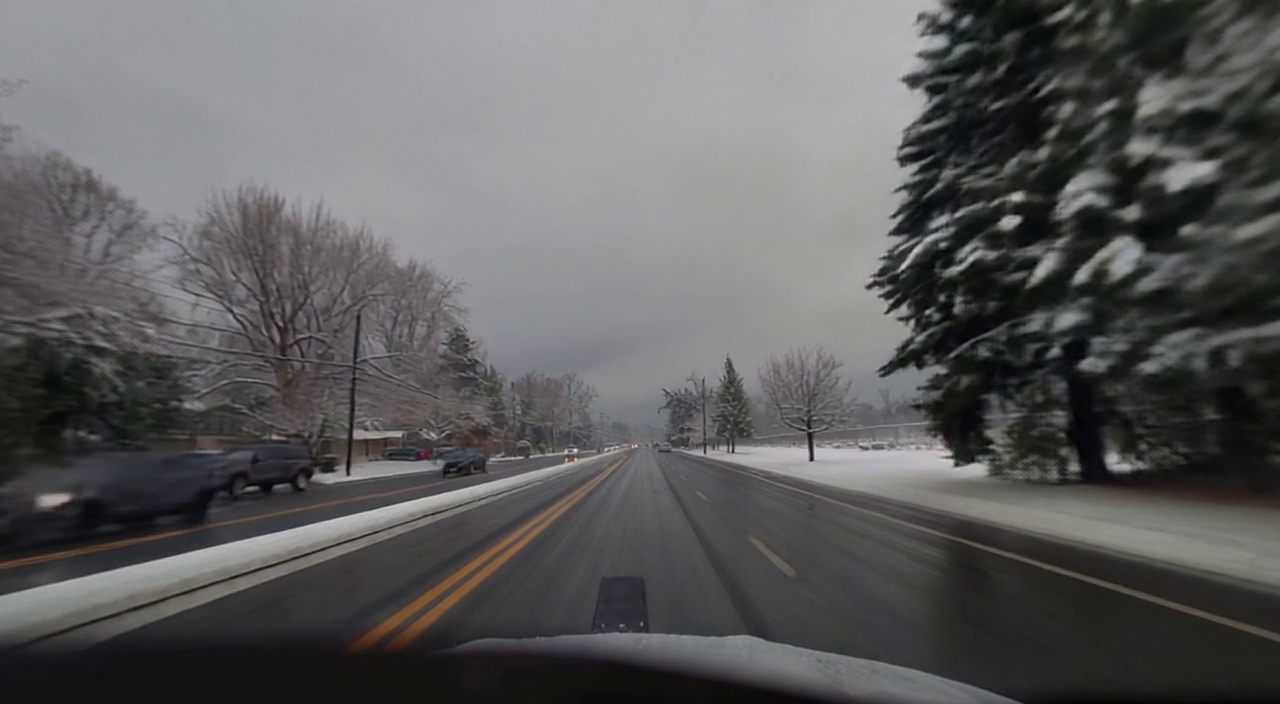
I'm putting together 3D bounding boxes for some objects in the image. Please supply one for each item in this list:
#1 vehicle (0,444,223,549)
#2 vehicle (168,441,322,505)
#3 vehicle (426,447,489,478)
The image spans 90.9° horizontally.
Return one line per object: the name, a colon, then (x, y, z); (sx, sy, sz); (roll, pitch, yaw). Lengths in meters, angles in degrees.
vehicle: (-10.480, 2.606, 12.145); (1.913, 1.641, 4.243); (0, -9, 0)
vehicle: (-14.324, 4.351, 23.400); (2.071, 1.899, 5.640); (-4, -8, 1)
vehicle: (-9.646, 5.845, 33.649); (1.937, 1.481, 4.467); (0, -9, 1)
